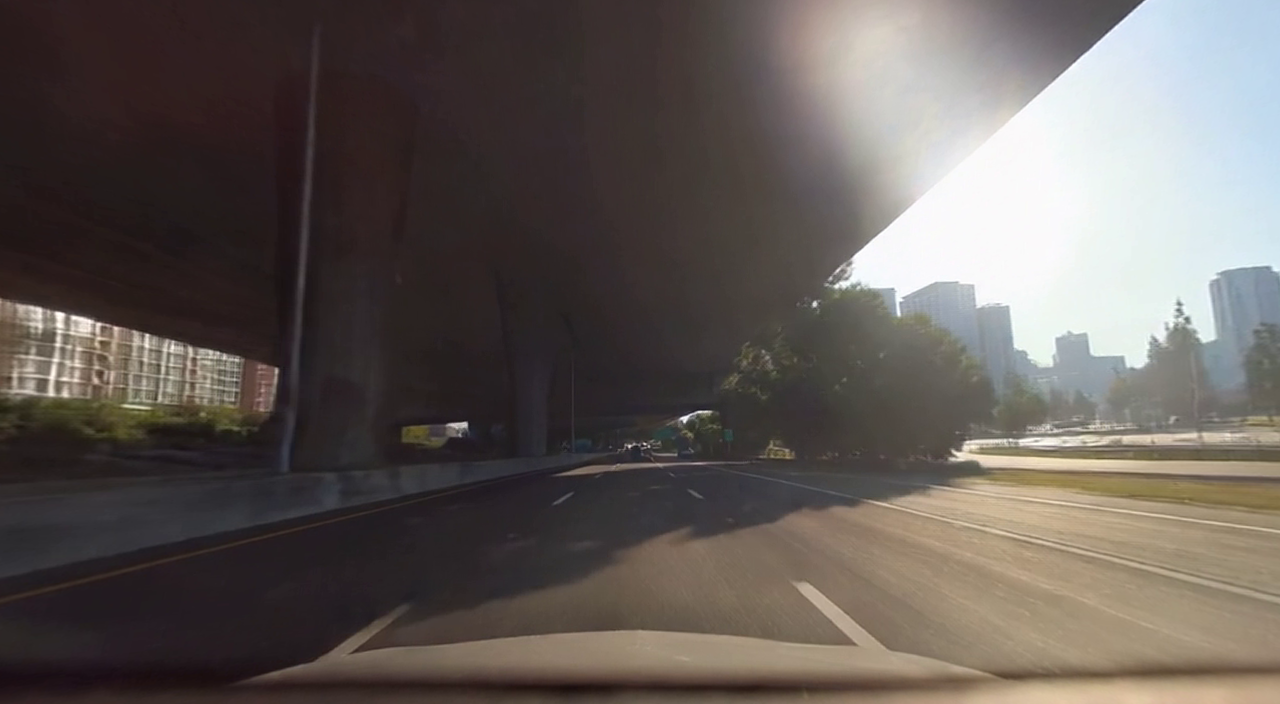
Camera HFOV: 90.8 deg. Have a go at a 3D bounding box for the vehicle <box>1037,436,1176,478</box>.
[{"bbox_3d":[18.444,4.176,25.317,2.059,1.457,4.537,-1,-9,-1],"label":"vehicle"}]
